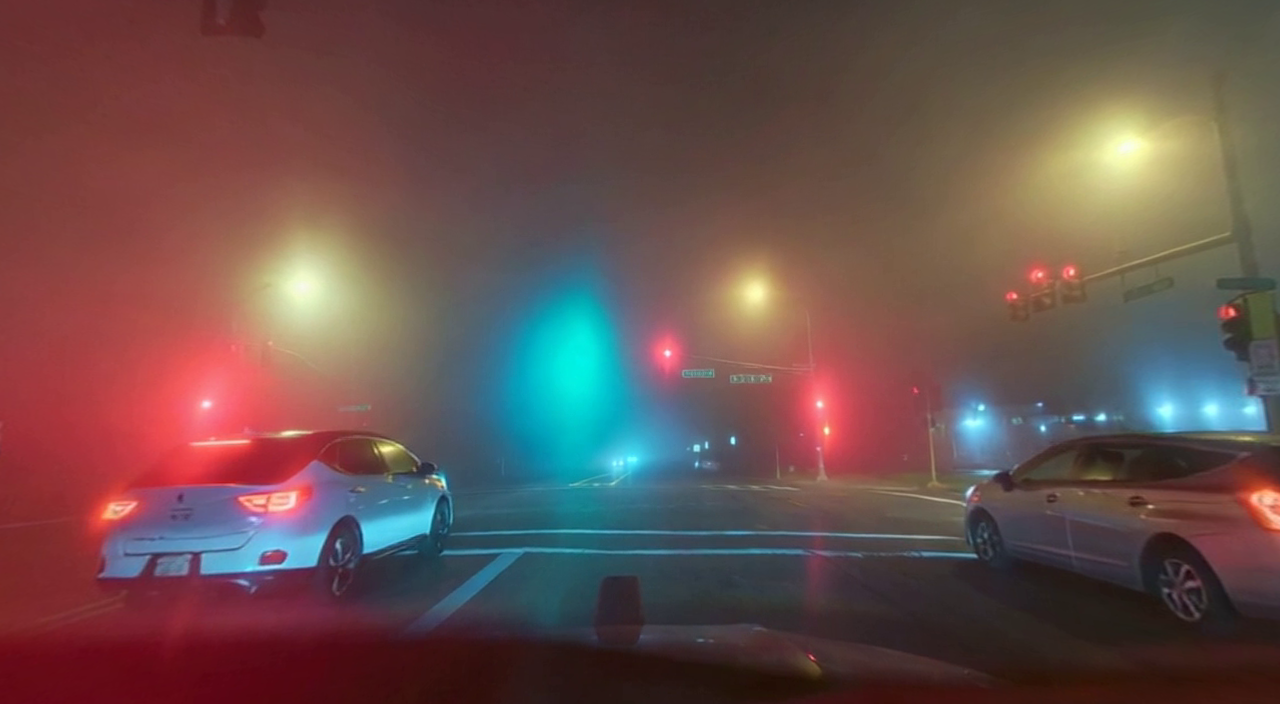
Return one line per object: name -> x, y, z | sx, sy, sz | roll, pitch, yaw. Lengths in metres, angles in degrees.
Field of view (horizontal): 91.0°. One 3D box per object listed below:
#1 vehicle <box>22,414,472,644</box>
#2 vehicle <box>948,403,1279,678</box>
vehicle -> -3.404, 1.587, 6.705 | 1.947, 1.627, 4.248 | 0, -9, 1
vehicle -> 4.937, 1.433, 5.692 | 2.039, 1.655, 4.495 | 0, -9, 1
